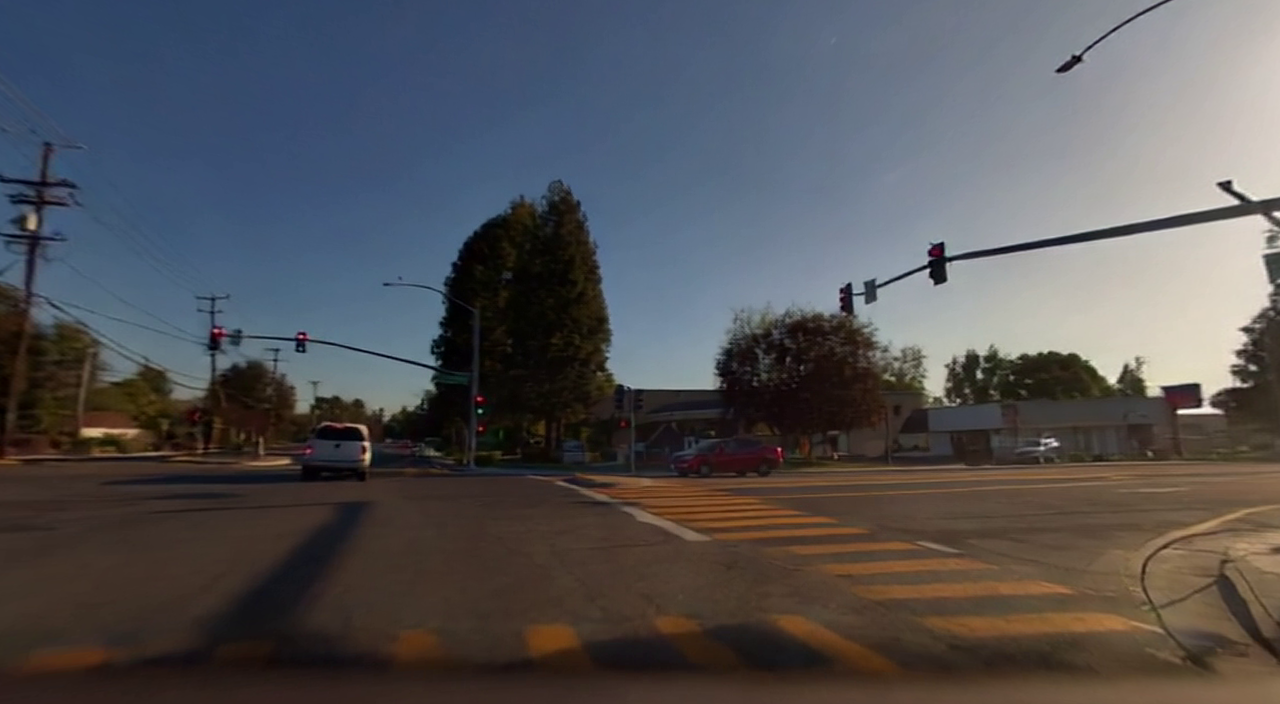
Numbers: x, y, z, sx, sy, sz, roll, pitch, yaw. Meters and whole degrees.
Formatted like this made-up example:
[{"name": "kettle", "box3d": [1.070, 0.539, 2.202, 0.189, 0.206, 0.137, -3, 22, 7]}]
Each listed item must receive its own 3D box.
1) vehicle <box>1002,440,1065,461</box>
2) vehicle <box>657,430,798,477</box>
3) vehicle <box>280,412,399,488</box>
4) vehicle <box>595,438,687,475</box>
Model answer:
[{"name": "vehicle", "box3d": [28.461, 7.106, 45.372, 3.805, 1.451, 1.641, 3, -9, -15]}, {"name": "vehicle", "box3d": [3.407, 3.972, 24.729, 5.149, 1.725, 1.964, 3, -8, -17]}, {"name": "vehicle", "box3d": [-8.459, 2.835, 18.192, 2.300, 1.868, 4.690, 3, -9, -16]}, {"name": "vehicle", "box3d": [-0.003, 4.792, 28.791, 3.990, 1.548, 1.780, 2, -9, -9]}]
